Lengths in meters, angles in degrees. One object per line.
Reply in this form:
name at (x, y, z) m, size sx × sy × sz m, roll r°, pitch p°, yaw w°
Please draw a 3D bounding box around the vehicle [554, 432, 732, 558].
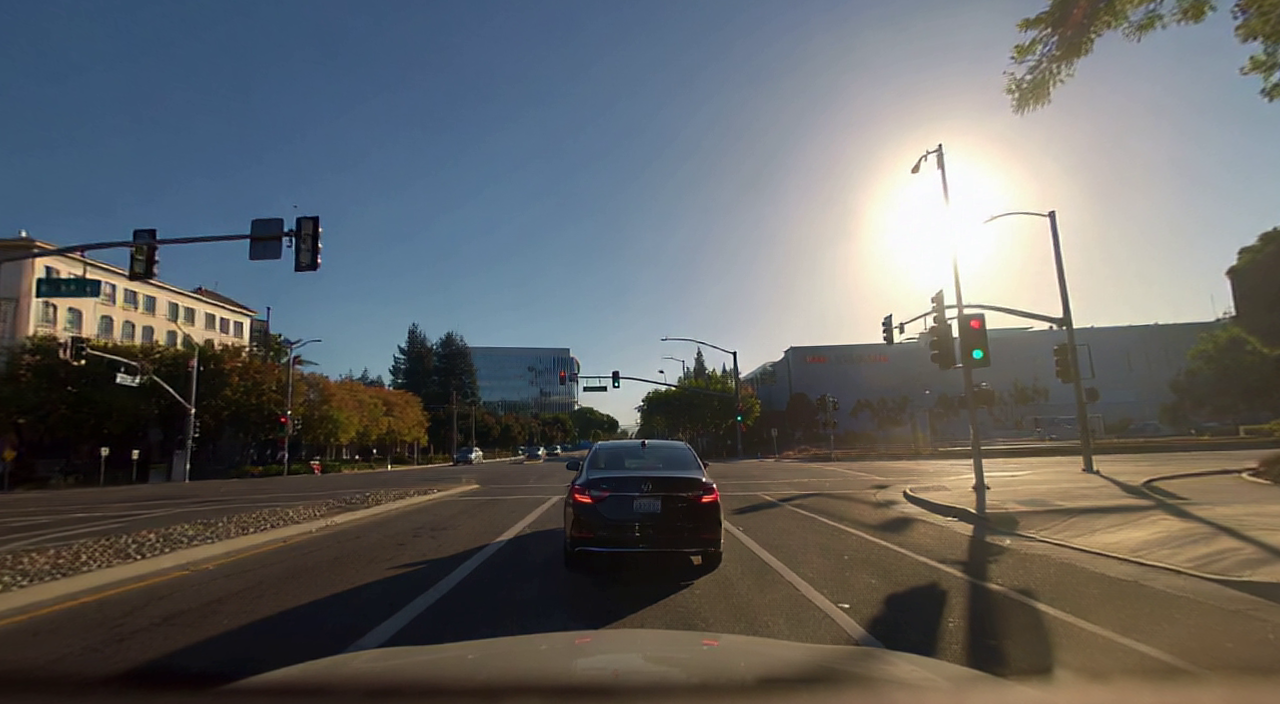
vehicle at (0.004, 1.994, 9.516) m, size 2.107 × 1.470 × 3.974 m, roll 0°, pitch -9°, yaw -1°
